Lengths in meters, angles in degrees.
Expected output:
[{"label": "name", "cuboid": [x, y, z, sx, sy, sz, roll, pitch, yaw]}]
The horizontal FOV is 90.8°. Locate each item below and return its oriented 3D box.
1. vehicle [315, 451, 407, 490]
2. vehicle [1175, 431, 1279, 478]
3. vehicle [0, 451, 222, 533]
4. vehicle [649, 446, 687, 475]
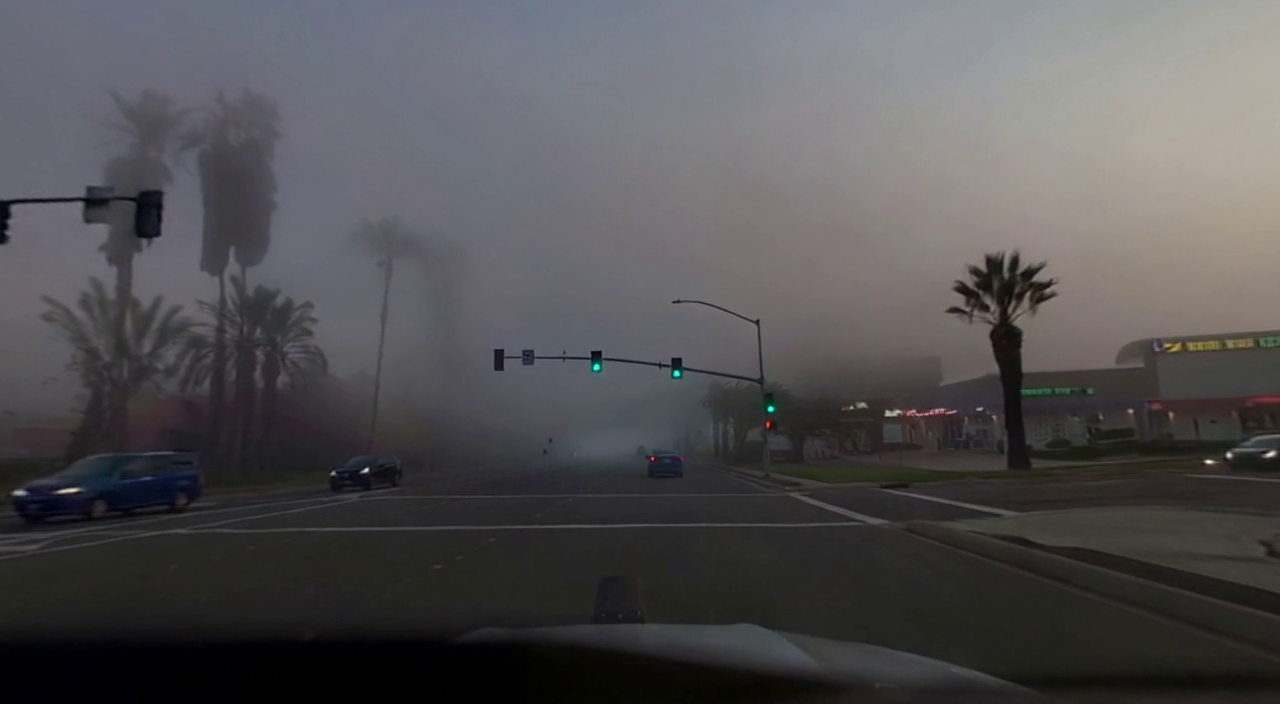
[{"label": "vehicle", "cuboid": [-11.726, 4.974, 26.883, 2.033, 1.494, 4.048, 0, -8, 0]}, {"label": "vehicle", "cuboid": [21.399, 3.485, 21.556, 2.046, 1.481, 4.936, 0, -8, 2]}, {"label": "vehicle", "cuboid": [-12.368, 3.109, 14.751, 2.027, 1.534, 4.779, 0, -8, -2]}, {"label": "vehicle", "cuboid": [1.599, 6.442, 37.811, 1.969, 1.555, 4.431, 0, -8, -1]}]
